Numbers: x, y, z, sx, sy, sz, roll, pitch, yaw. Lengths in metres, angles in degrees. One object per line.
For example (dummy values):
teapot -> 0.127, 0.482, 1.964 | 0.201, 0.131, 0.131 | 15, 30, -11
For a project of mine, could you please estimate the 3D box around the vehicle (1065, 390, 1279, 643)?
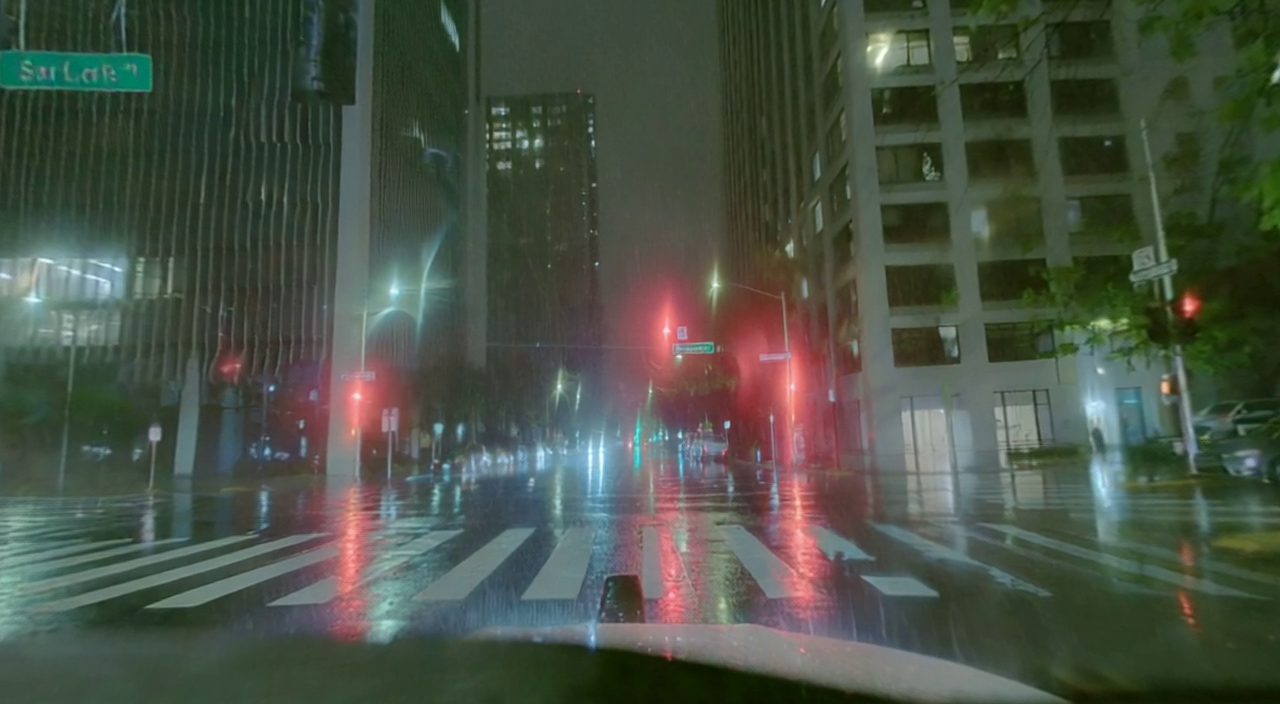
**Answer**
vehicle -> 5.657, 1.138, 4.262 | 2.070, 1.804, 4.881 | 0, -8, -1

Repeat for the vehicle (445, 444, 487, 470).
vehicle -> -12.450, 7.505, 45.379 | 1.935, 1.639, 4.244 | -3, -8, -2
